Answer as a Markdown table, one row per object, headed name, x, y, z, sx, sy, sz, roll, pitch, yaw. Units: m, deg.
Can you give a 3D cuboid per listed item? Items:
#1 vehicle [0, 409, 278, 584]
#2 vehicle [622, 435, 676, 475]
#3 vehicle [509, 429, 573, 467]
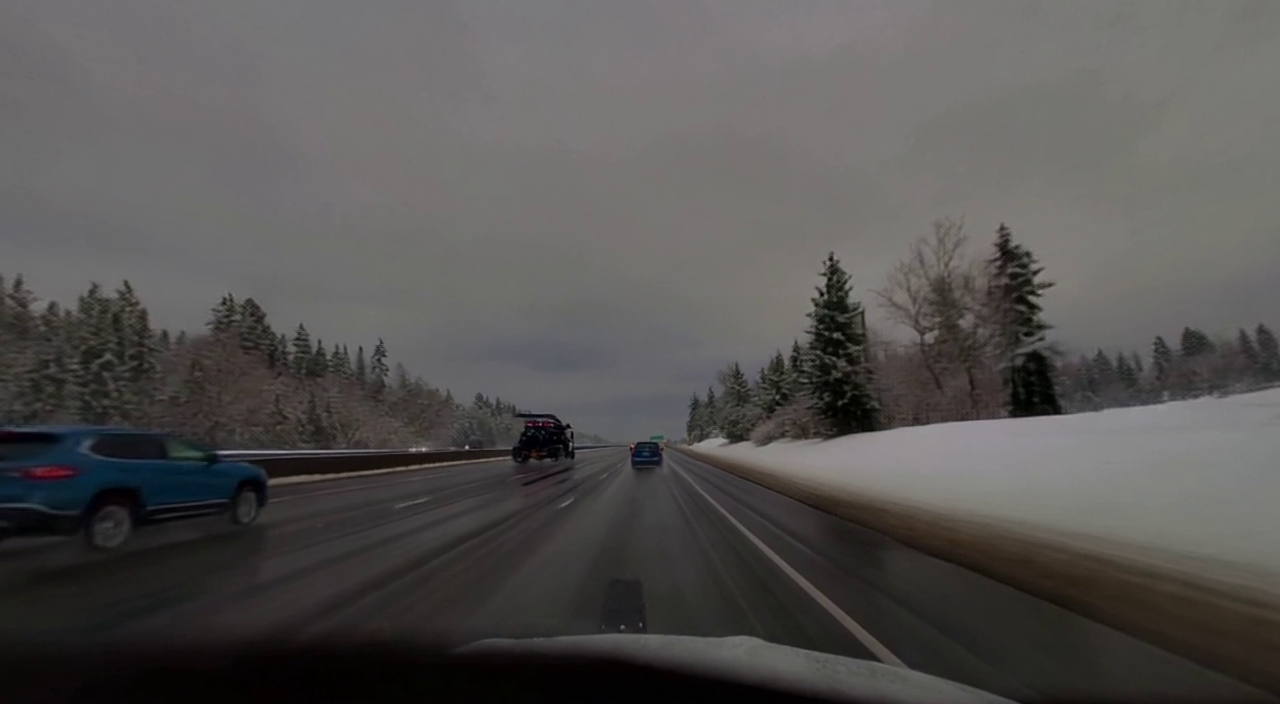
| name | x | y | z | sx | sy | sz | roll | pitch | yaw |
| --- | --- | --- | --- | --- | --- | --- | --- | --- | --- |
| vehicle | -7.110 | 1.684 | 8.113 | 2.115 | 1.644 | 4.513 | 0 | -8 | 1 |
| vehicle | 0.431 | 4.749 | 29.317 | 2.336 | 1.722 | 4.212 | 0 | -8 | 1 |
| vehicle | -6.260 | 6.225 | 41.099 | 2.827 | 2.236 | 7.057 | 0 | -8 | 2 |
